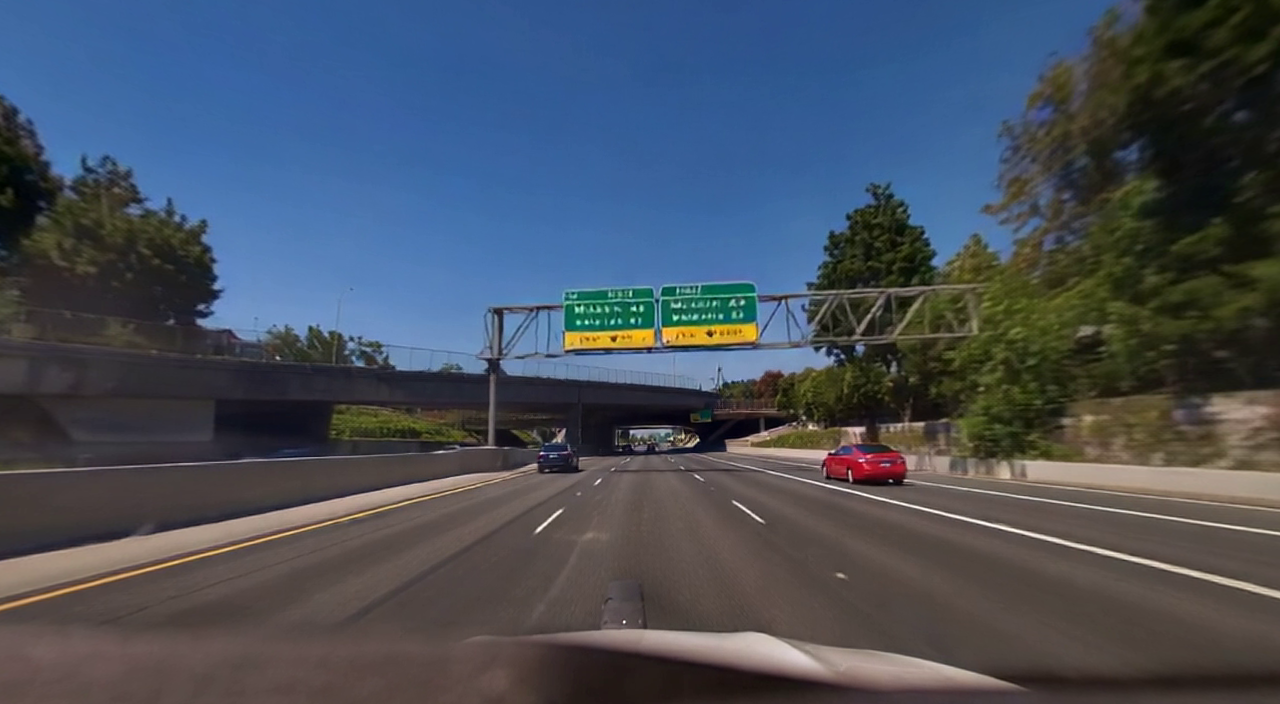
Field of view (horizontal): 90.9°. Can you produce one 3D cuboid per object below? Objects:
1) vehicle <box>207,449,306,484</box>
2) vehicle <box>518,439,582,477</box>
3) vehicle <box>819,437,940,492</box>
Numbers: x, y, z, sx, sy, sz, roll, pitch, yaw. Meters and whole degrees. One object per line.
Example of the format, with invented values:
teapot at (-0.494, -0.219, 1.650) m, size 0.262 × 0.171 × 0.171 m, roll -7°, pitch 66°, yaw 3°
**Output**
vehicle at (-17.545, 5.225, 29.134) m, size 1.820 × 1.487 × 4.311 m, roll 0°, pitch -8°, yaw 1°
vehicle at (-3.956, 4.747, 28.530) m, size 2.085 × 1.533 × 4.861 m, roll 0°, pitch -8°, yaw 1°
vehicle at (7.179, 3.408, 19.490) m, size 1.914 × 1.465 × 4.574 m, roll 0°, pitch -8°, yaw -1°
